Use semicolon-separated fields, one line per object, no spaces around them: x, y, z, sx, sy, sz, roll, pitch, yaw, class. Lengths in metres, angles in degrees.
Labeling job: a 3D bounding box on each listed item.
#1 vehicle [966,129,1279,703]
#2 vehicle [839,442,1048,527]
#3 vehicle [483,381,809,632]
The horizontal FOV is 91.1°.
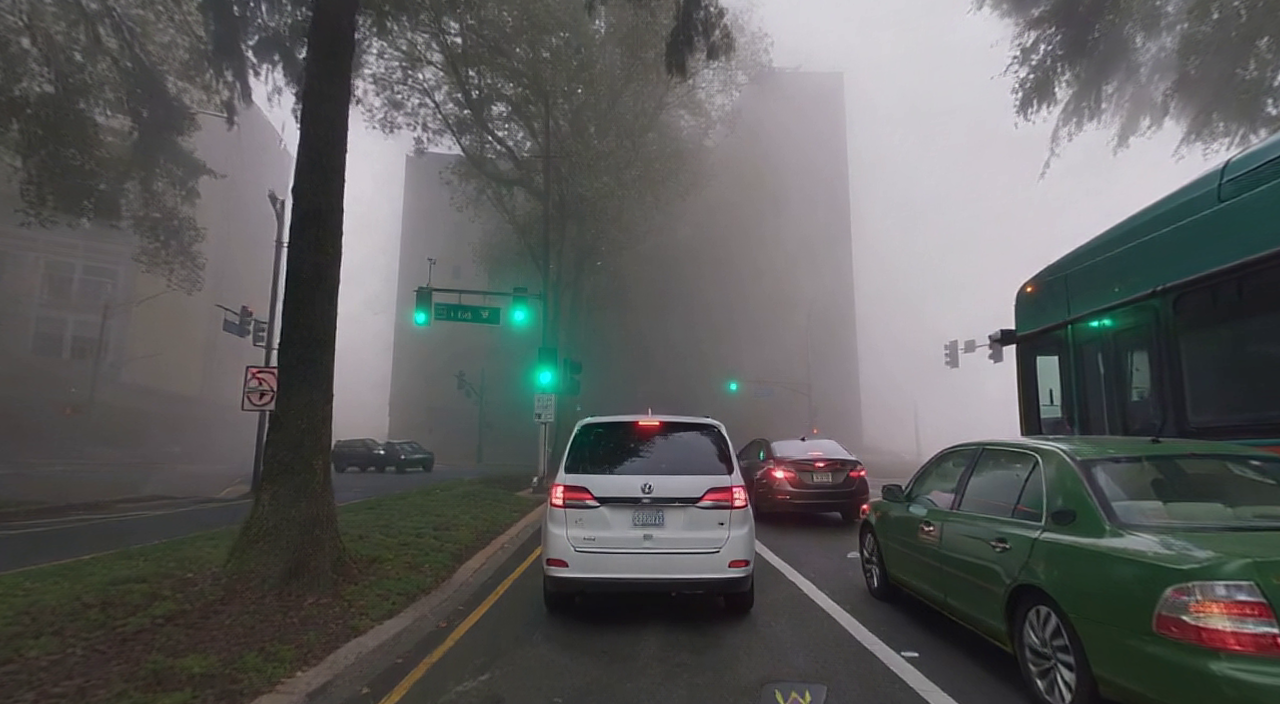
2.616;0.317;0.422;2.037;2.065;5.037;0;-8;0;vehicle
5.995;2.639;13.216;1.987;1.457;4.675;0;-8;-1;vehicle
0.021;1.475;7.005;2.381;1.842;4.603;0;-8;-1;vehicle
